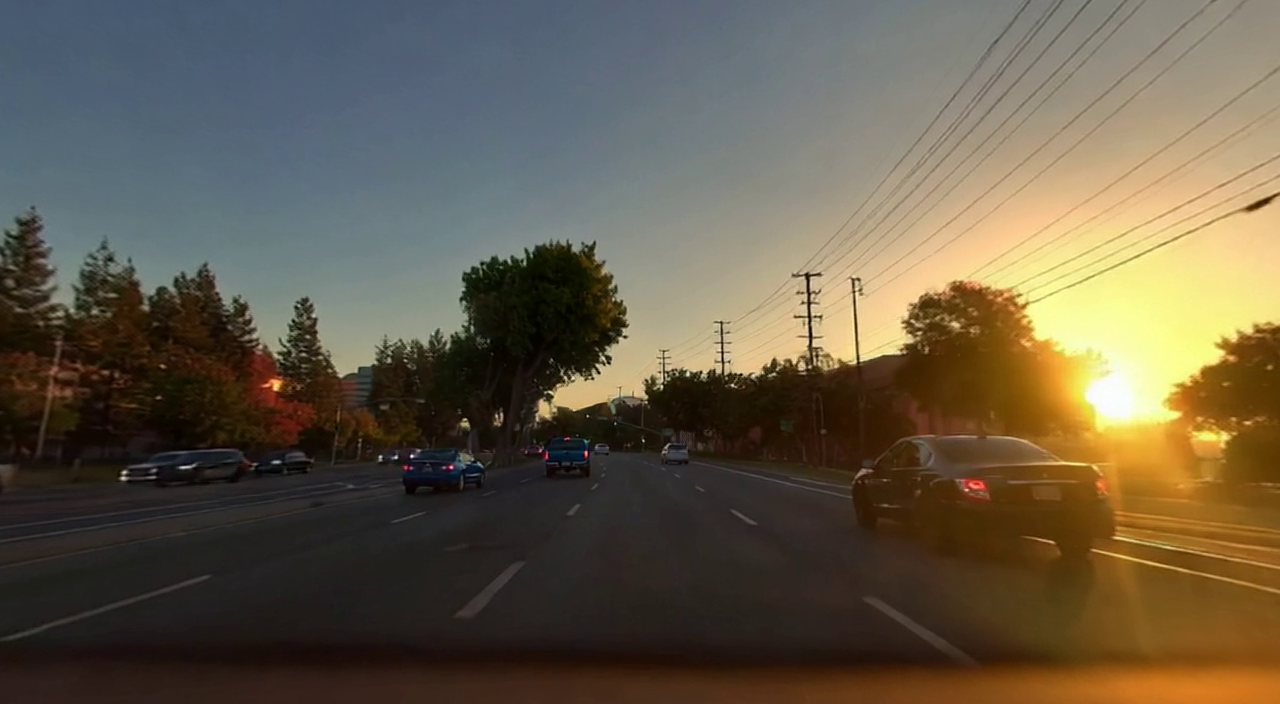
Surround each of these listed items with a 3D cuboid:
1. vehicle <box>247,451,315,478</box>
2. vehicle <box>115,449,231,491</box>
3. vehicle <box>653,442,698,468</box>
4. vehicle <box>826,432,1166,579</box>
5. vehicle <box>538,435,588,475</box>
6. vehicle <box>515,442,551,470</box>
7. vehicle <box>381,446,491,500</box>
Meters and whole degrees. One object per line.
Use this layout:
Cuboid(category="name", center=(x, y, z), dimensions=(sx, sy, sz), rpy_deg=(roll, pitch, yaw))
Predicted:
Cuboid(category="vehicle", center=(-24.298, 7.626, 43.017), dimensions=(1.915, 1.689, 4.640), rpy_deg=(0, -9, -1))
Cuboid(category="vehicle", center=(-21.073, 5.308, 28.759), dimensions=(2.035, 1.706, 4.197), rpy_deg=(0, -9, 0))
Cuboid(category="vehicle", center=(2.056, 6.167, 37.877), dimensions=(2.071, 1.435, 4.226), rpy_deg=(1, -9, -5))
Cuboid(category="vehicle", center=(4.220, 1.864, 8.606), dimensions=(1.840, 1.428, 4.602), rpy_deg=(0, -9, -2))
Cuboid(category="vehicle", center=(-4.174, 5.743, 35.456), dimensions=(2.467, 1.991, 6.089), rpy_deg=(0, -9, -4))
Cuboid(category="vehicle", center=(-8.107, 8.004, 48.437), dimensions=(2.169, 1.865, 4.739), rpy_deg=(4, -11, -4))
Cuboid(category="vehicle", center=(-6.408, 3.827, 20.487), dimensions=(2.035, 1.497, 4.723), rpy_deg=(0, -9, -1))
